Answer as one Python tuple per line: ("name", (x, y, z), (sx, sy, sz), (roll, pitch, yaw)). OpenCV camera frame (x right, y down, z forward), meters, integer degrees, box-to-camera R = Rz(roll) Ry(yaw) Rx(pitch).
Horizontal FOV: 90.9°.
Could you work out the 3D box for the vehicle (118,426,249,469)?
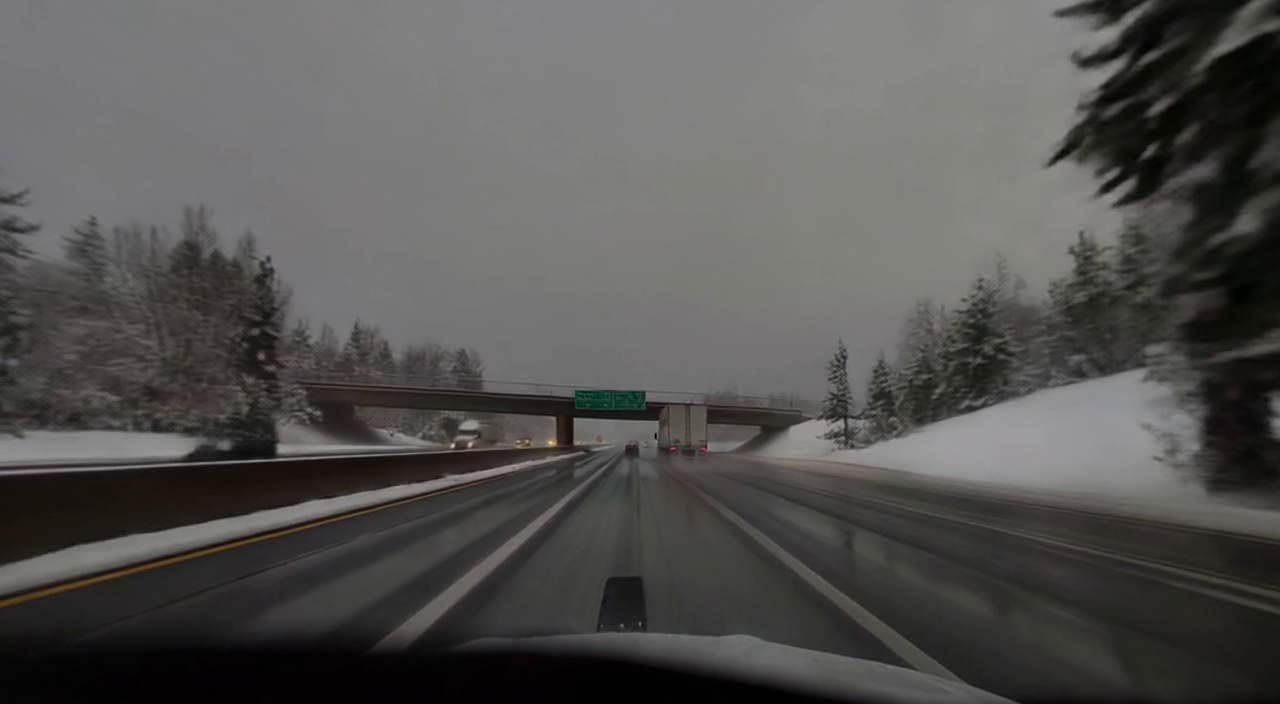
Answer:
("vehicle", (-18.132, 3.842, 25.356), (1.888, 1.570, 4.568), (0, -9, -1))
